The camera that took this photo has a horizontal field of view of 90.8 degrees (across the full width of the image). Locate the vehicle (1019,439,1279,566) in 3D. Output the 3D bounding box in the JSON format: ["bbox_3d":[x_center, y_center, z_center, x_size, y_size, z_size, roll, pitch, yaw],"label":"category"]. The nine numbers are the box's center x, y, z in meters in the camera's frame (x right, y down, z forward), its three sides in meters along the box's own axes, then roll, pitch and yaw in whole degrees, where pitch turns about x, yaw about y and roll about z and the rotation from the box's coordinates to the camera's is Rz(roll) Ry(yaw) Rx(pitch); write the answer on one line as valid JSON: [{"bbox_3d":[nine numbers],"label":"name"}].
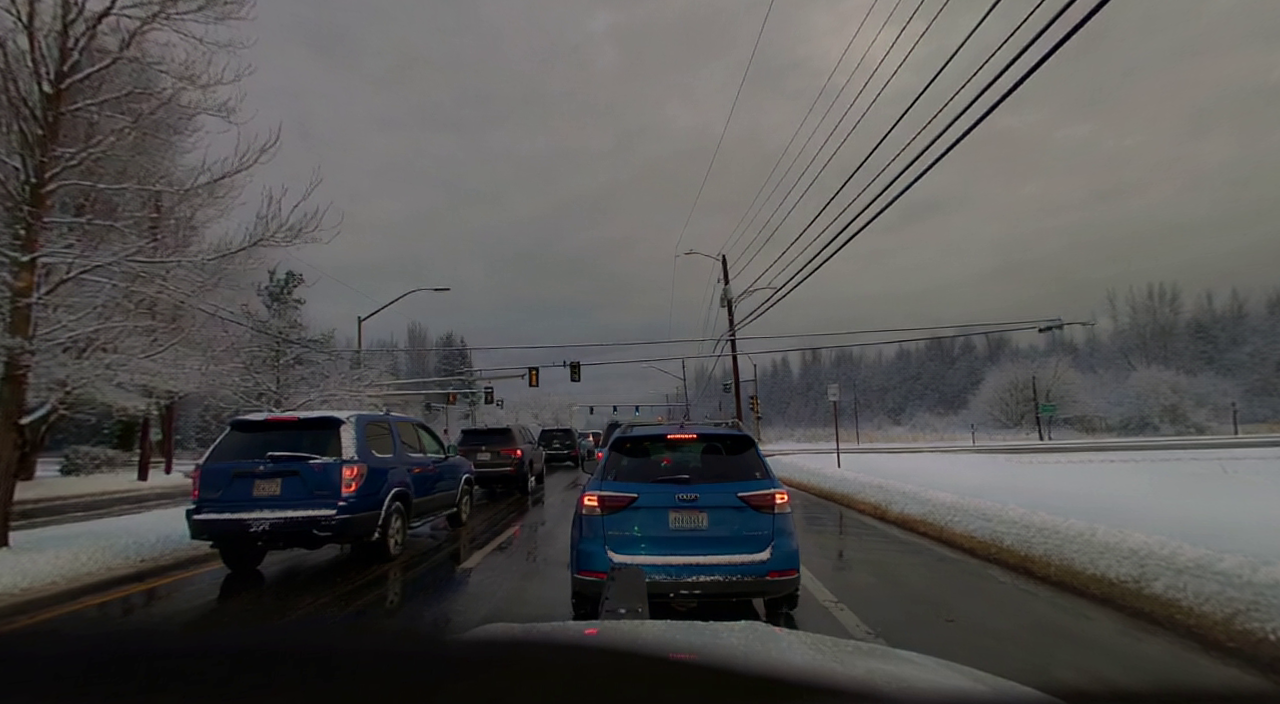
[{"bbox_3d":[8.383,2.149,9.921,1.993,1.508,4.521,0,-9,-1],"label":"vehicle"}]

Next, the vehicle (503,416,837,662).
[{"bbox_3d":[0.117,1.446,5.964,2.056,1.487,4.003,0,-9,-2],"label":"vehicle"}]

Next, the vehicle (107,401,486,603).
[{"bbox_3d":[-3.470,1.606,7.639,2.105,1.706,4.337,0,-9,0],"label":"vehicle"}]
